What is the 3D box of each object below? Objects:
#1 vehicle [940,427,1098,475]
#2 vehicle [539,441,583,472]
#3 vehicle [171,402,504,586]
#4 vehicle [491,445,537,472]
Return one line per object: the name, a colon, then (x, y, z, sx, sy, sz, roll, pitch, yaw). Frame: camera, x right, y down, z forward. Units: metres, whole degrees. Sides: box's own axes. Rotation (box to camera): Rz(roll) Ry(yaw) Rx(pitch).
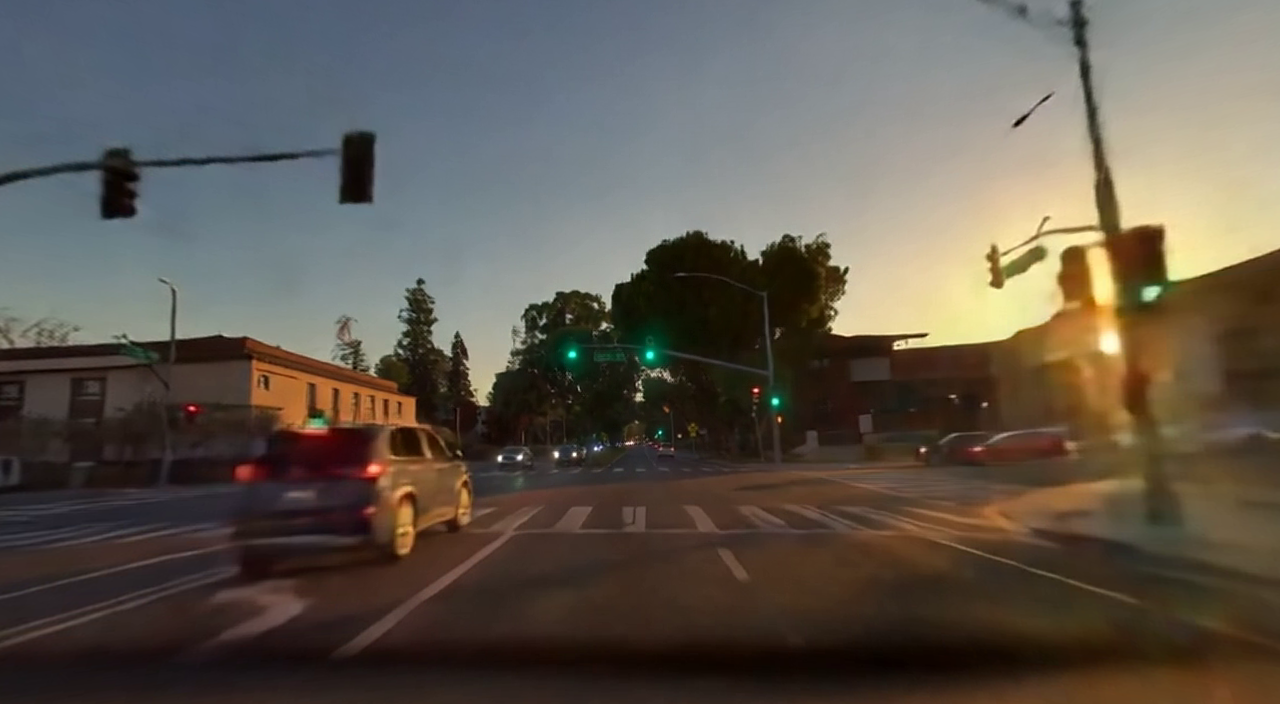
vehicle: (14.162, 3.682, 23.762, 4.634, 1.449, 1.936, -3, -7, -1)
vehicle: (-4.777, 6.364, 38.655, 2.070, 1.481, 4.266, -4, -6, 0)
vehicle: (-3.438, 1.702, 8.401, 2.250, 1.791, 4.300, 0, -8, 0)
vehicle: (-7.644, 6.471, 38.575, 1.974, 1.521, 4.197, 0, -8, 0)
